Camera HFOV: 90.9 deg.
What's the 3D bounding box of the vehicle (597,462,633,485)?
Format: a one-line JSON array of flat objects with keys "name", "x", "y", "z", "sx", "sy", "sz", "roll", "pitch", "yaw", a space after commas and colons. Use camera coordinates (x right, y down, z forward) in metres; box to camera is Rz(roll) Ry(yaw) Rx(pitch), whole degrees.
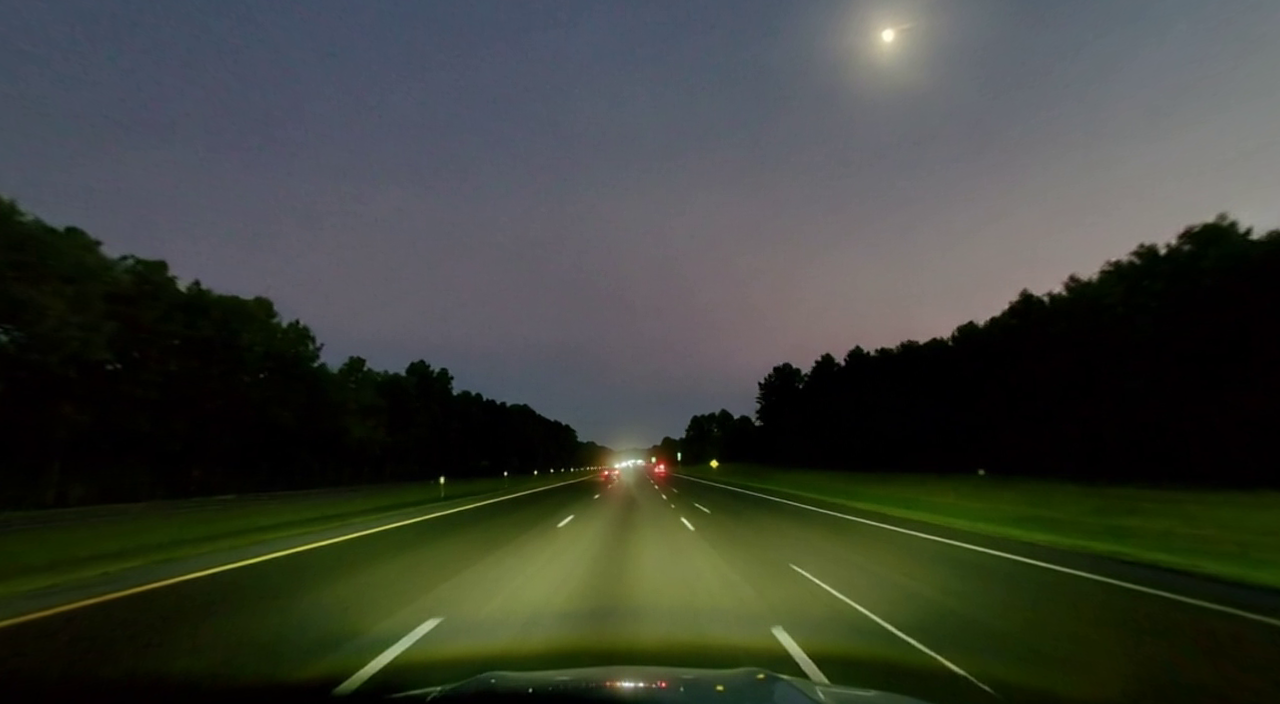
[{"name": "vehicle", "x": -1.600, "y": 8.154, "z": 42.440, "sx": 2.183, "sy": 1.435, "sz": 4.653, "roll": 1, "pitch": -10, "yaw": 0}]
